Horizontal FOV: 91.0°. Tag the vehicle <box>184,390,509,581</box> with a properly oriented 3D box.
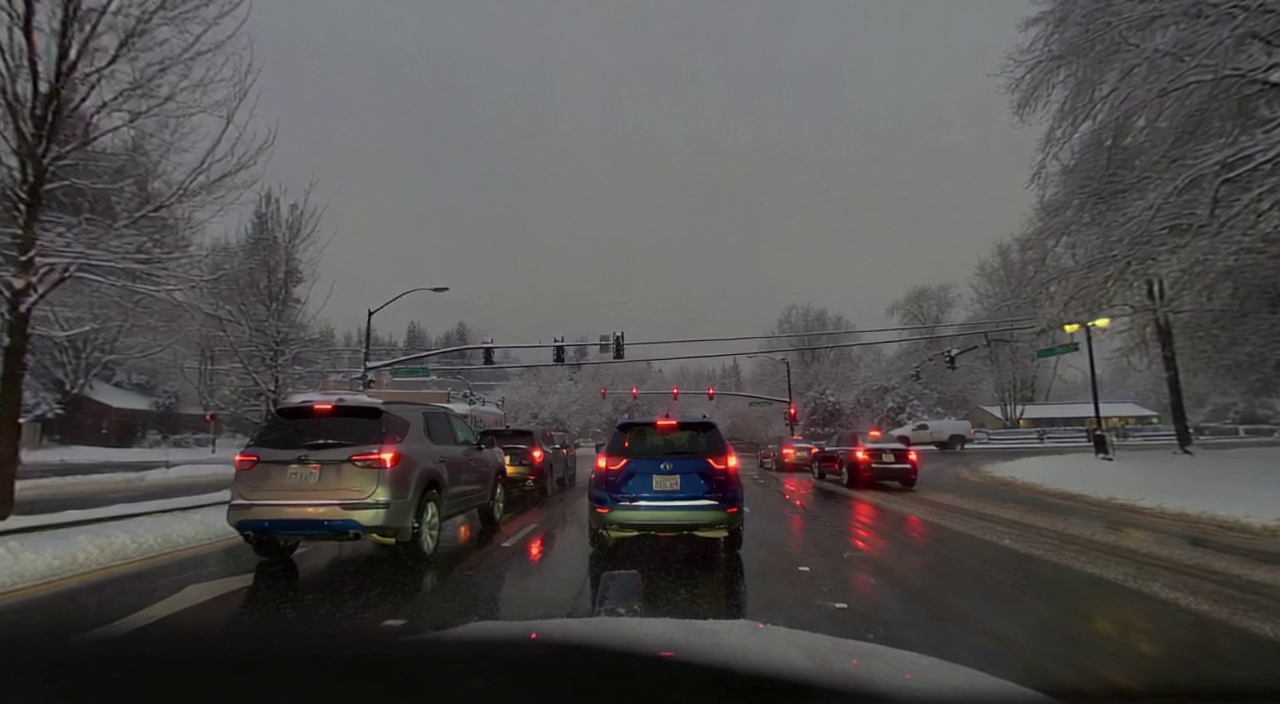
[{"bbox_3d":[-3.257,1.591,8.250,2.085,1.812,4.388,0,-8,1],"label":"vehicle"}]

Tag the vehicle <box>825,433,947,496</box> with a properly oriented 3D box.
[{"bbox_3d":[6.931,3.190,18.285,2.067,1.599,4.251,-1,-8,4],"label":"vehicle"}]

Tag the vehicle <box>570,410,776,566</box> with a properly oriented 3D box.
[{"bbox_3d":[0.373,1.761,8.877,2.189,1.649,4.171,0,-8,1],"label":"vehicle"}]
